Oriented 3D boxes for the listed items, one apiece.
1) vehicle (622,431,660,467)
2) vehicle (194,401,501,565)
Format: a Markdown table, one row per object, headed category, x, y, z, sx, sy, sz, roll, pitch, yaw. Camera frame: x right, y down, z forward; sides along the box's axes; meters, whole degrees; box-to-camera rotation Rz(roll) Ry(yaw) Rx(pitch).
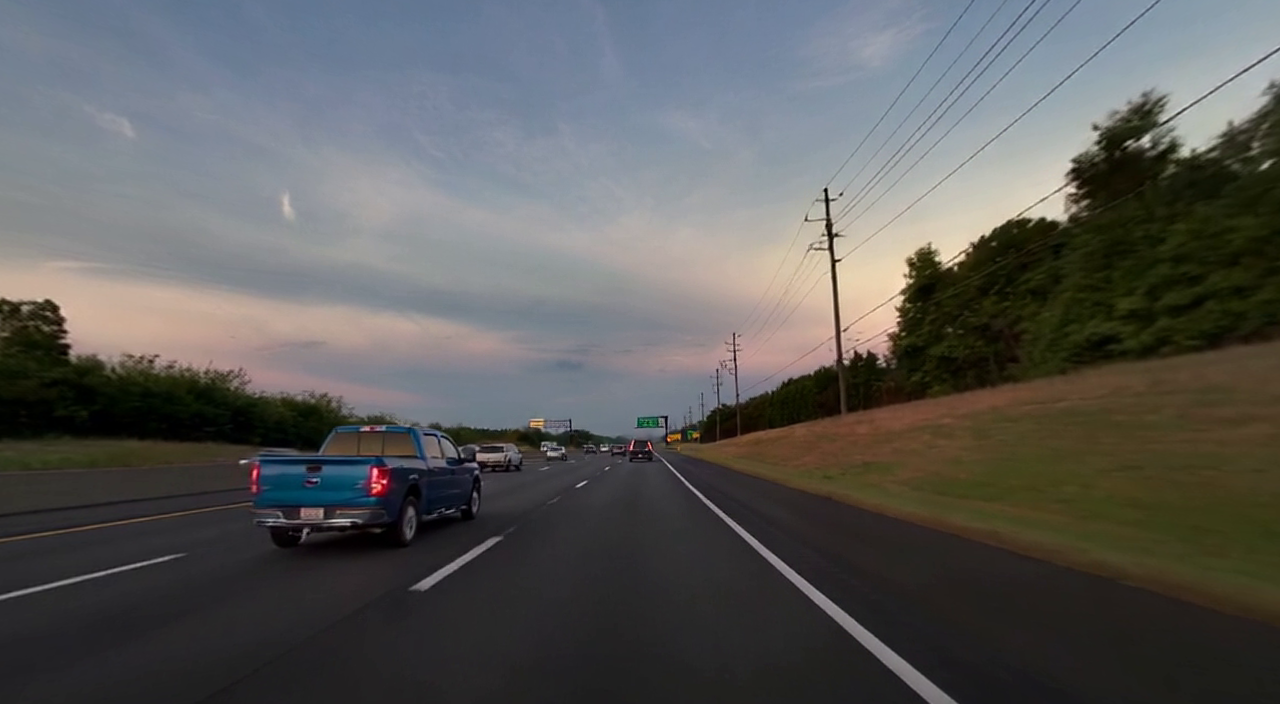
| category | x | y | z | sx | sy | sz | roll | pitch | yaw |
| --- | --- | --- | --- | --- | --- | --- | --- | --- | --- |
| vehicle | 0.054 | 6.307 | 41.175 | 2.358 | 2.144 | 4.713 | 0 | -9 | -1 |
| vehicle | -3.833 | 1.852 | 9.724 | 2.204 | 1.812 | 5.289 | 0 | -9 | 0 |
